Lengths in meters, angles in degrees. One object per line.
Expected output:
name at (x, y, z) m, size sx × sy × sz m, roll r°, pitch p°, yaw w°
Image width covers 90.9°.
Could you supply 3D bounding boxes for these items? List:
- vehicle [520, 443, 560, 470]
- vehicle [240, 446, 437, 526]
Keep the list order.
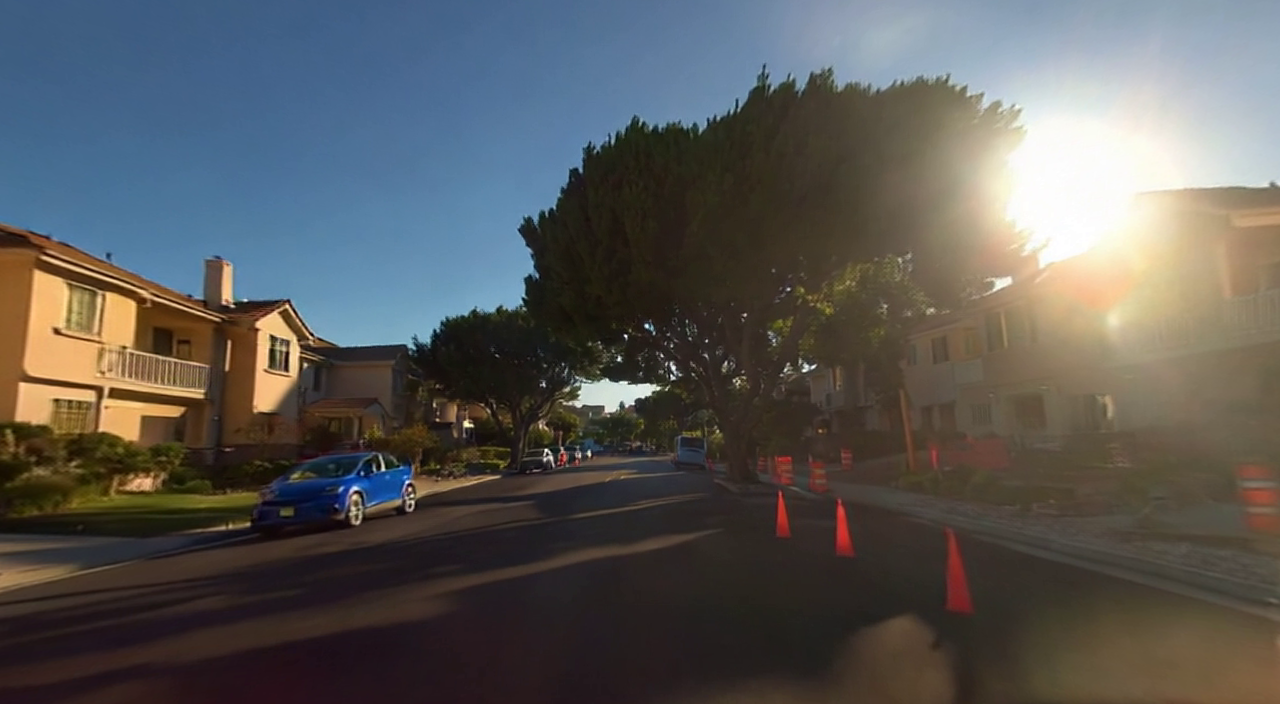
vehicle at (-6.540, 6.870, 41.621) m, size 1.957 × 1.608 × 4.476 m, roll 0°, pitch -8°, yaw -1°
vehicle at (-6.486, 2.898, 14.299) m, size 2.137 × 1.481 × 4.503 m, roll -1°, pitch -8°, yaw 2°
